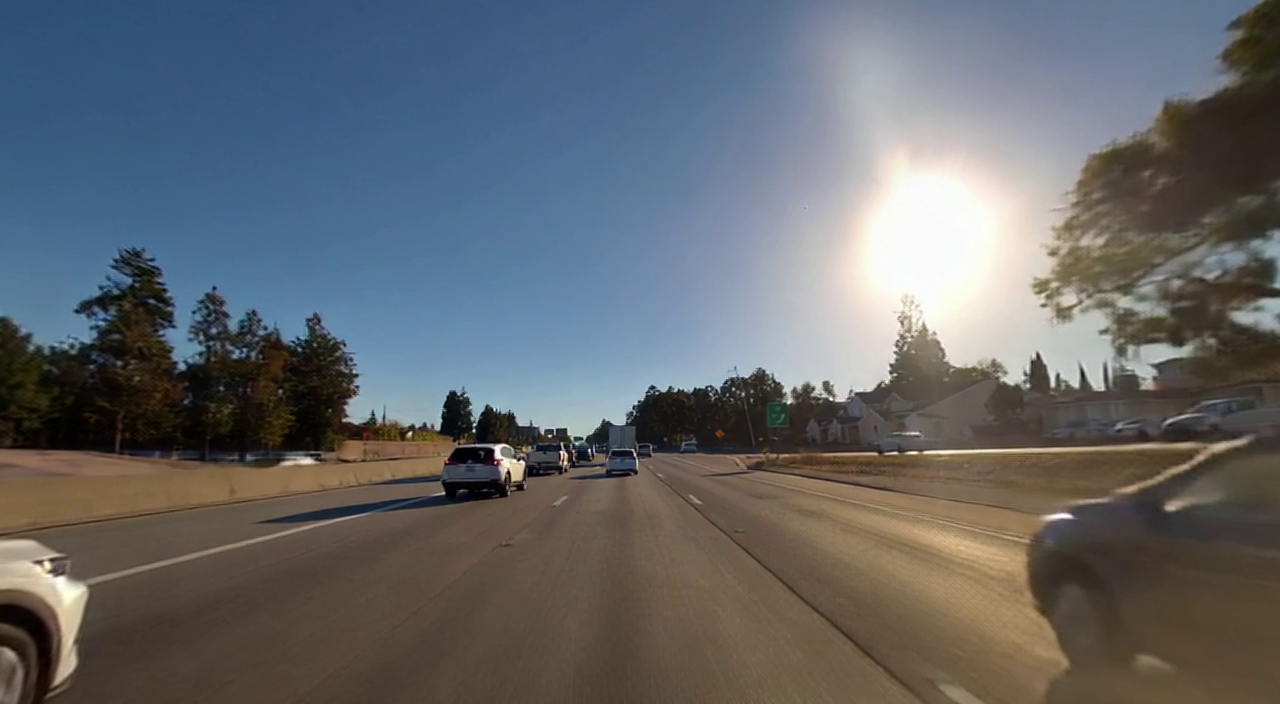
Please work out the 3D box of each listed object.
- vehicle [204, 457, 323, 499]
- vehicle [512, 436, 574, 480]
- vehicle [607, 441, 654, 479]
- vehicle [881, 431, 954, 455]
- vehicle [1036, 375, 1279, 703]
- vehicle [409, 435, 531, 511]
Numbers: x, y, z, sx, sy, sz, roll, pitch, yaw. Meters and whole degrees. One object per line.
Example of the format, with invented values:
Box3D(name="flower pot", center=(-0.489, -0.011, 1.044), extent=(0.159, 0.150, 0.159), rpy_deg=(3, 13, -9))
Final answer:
Box3D(name="vehicle", center=(-15.067, 5.035, 25.651), extent=(1.961, 1.461, 4.643), rpy_deg=(0, -9, 0))
Box3D(name="vehicle", center=(-4.676, 5.230, 31.344), extent=(2.301, 1.944, 5.482), rpy_deg=(0, -9, -1))
Box3D(name="vehicle", center=(-0.453, 5.115, 30.122), extent=(2.063, 1.703, 4.203), rpy_deg=(0, -9, -1))
Box3D(name="vehicle", center=(17.331, 5.742, 39.681), extent=(1.894, 1.458, 4.268), rpy_deg=(2, -9, -13))
Box3D(name="vehicle", center=(3.526, 0.765, 1.748), extent=(2.027, 1.554, 4.252), rpy_deg=(0, -9, -1))
Box3D(name="vehicle", center=(-4.146, 3.012, 16.162), extent=(1.988, 1.668, 4.021), rpy_deg=(0, -9, 0))
